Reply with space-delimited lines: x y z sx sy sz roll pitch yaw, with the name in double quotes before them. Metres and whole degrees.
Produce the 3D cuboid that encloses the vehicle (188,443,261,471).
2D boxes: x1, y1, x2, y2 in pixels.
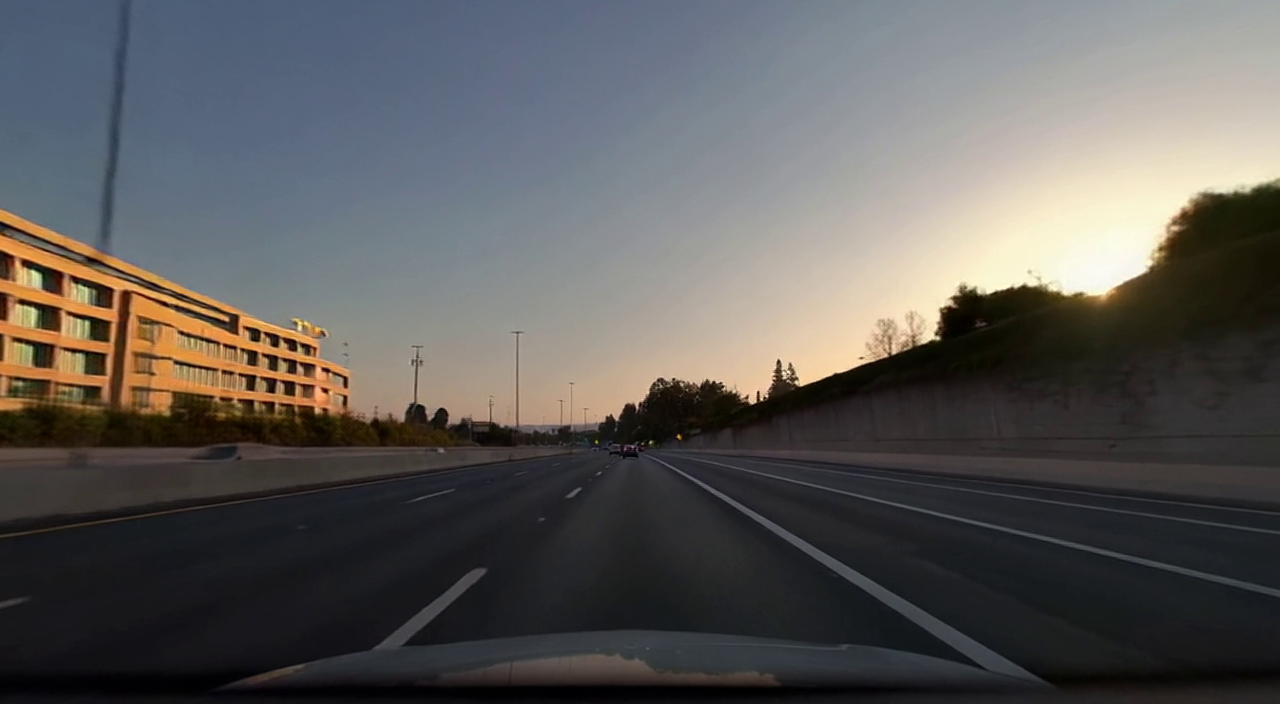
"vehicle" -26.647 6.758 40.716 1.881 1.675 4.137 0 -9 0
